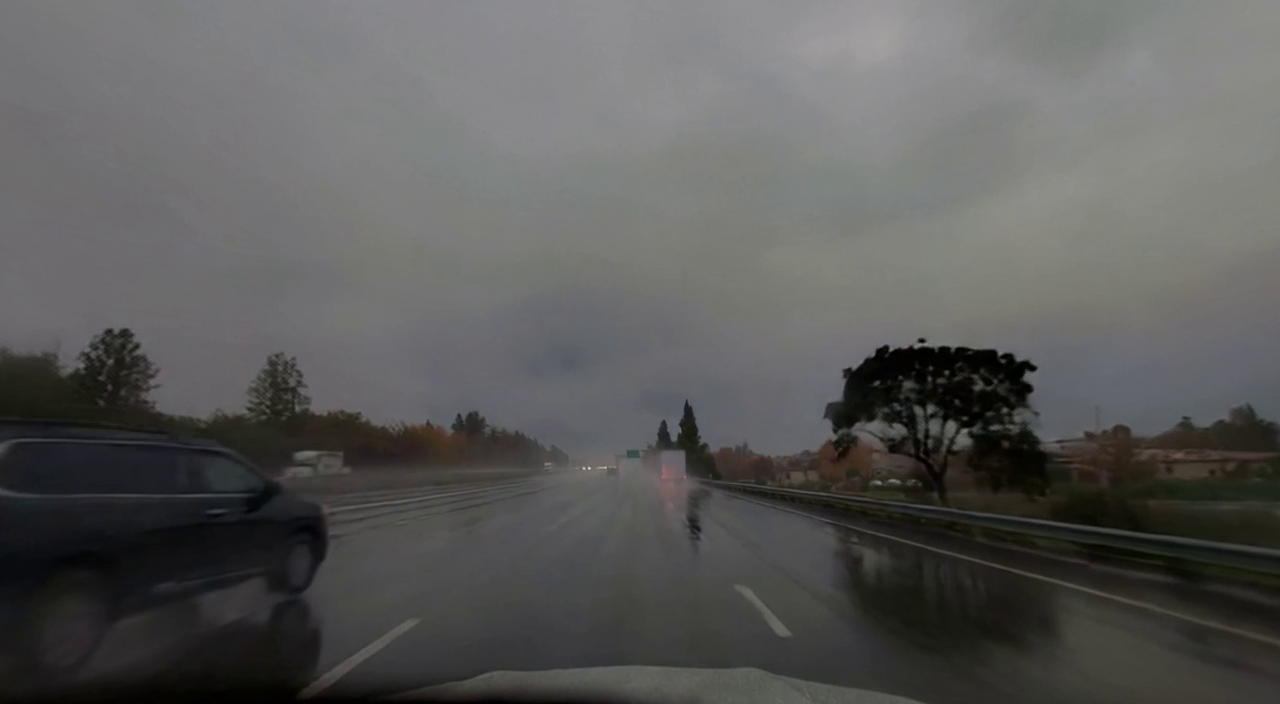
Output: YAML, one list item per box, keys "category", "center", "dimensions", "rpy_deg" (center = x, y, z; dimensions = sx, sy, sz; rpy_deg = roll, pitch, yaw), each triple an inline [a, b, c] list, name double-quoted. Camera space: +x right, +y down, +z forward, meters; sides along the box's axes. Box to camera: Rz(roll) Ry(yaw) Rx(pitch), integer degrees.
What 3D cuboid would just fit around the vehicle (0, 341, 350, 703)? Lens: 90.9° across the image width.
- category: "vehicle"
  center: [-3.842, 1.027, 3.581]
  dimensions: [2.036, 1.835, 4.888]
  rpy_deg: [1, -10, 0]
